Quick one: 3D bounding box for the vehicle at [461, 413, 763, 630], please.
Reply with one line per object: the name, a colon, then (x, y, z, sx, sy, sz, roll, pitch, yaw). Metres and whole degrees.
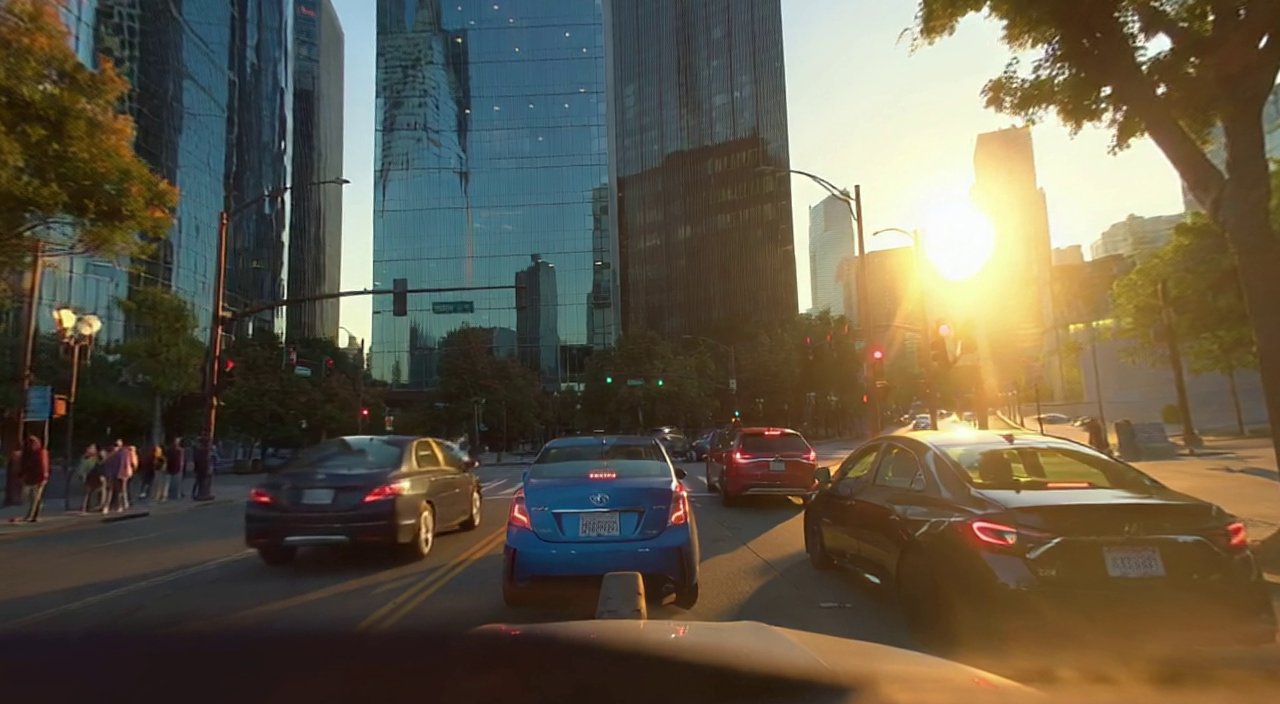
vehicle: (-0.265, 1.469, 6.441, 2.072, 1.476, 4.078, 0, -8, -2)

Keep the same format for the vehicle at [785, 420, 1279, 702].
vehicle: (2.752, 1.405, 5.451, 1.952, 1.464, 4.165, 0, -8, -1)

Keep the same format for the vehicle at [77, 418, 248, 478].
vehicle: (-24.465, 4.947, 32.403, 6.756, 2.955, 2.367, 0, -8, 1)

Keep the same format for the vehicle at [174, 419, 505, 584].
vehicle: (-3.264, 1.703, 8.011, 2.068, 1.513, 4.221, 0, -8, 1)
